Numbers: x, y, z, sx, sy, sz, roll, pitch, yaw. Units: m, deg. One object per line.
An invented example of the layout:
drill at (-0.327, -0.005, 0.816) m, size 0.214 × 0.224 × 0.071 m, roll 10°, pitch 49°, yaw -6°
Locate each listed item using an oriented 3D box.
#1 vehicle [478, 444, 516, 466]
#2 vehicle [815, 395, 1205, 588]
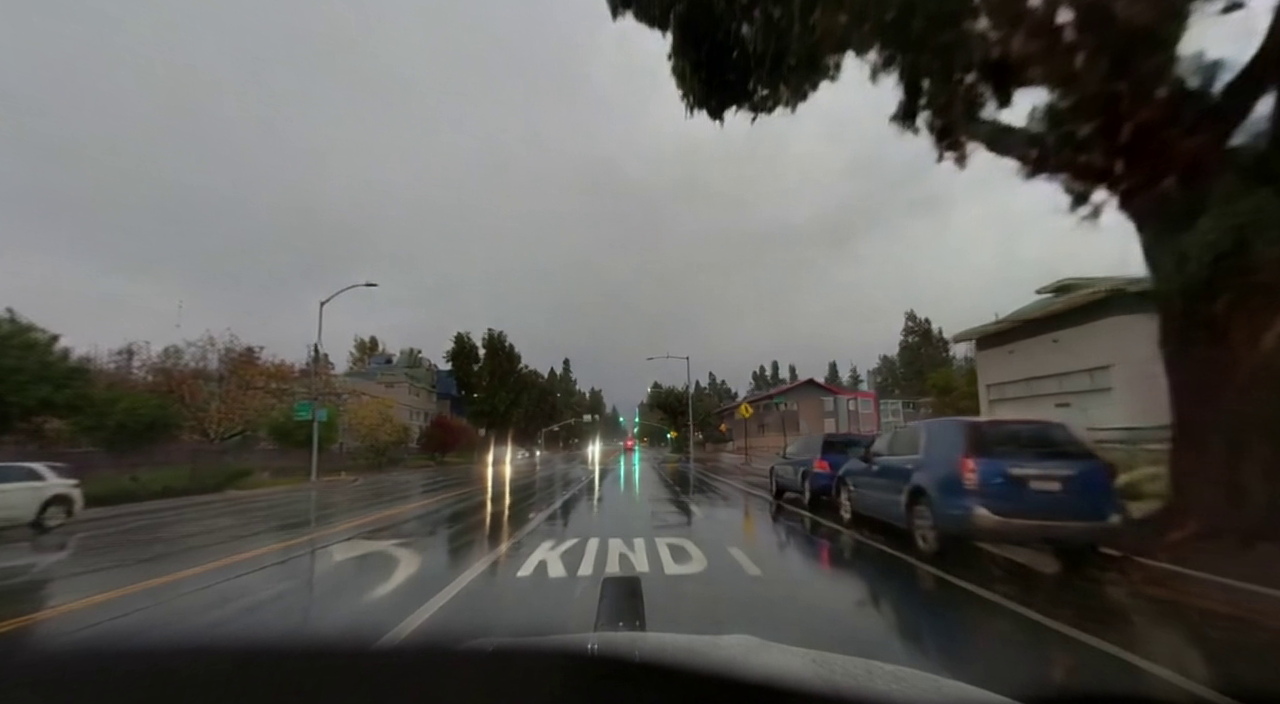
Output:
vehicle at (-10.793, 7.802, 47.995) m, size 2.022 × 1.569 × 4.275 m, roll 0°, pitch -8°, yaw -1°
vehicle at (4.070, 1.632, 8.272) m, size 2.220 × 1.752 × 4.782 m, roll 0°, pitch -8°, yaw 1°
